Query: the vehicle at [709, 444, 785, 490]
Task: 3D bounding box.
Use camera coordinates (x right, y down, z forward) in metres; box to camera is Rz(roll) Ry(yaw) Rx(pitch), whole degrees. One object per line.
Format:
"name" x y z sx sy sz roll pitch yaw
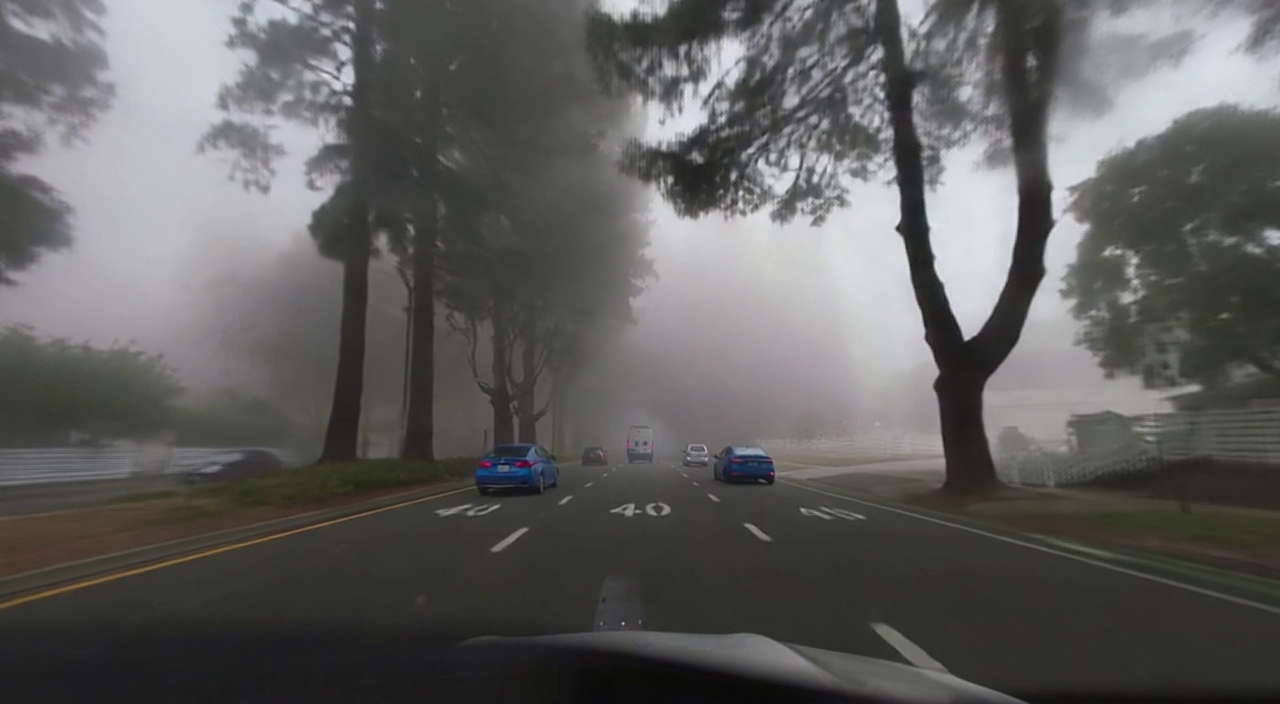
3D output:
"vehicle" 3.681 4.019 22.362 1.945 1.469 4.258 0 -8 0

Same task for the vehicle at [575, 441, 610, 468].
"vehicle" -3.199 7.047 43.308 2.021 1.715 4.329 0 -8 1

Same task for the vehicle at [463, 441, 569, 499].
"vehicle" -3.435 3.354 18.377 2.036 1.474 4.647 0 -8 2

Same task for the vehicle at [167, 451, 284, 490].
"vehicle" -17.821 5.072 27.299 1.852 1.471 4.746 0 -8 0

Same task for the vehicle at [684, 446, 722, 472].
"vehicle" 3.896 6.705 39.639 1.905 1.520 4.340 2 -8 -1

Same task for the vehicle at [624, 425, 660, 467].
"vehicle" 0.181 6.618 44.108 2.311 2.726 5.814 0 -8 1
